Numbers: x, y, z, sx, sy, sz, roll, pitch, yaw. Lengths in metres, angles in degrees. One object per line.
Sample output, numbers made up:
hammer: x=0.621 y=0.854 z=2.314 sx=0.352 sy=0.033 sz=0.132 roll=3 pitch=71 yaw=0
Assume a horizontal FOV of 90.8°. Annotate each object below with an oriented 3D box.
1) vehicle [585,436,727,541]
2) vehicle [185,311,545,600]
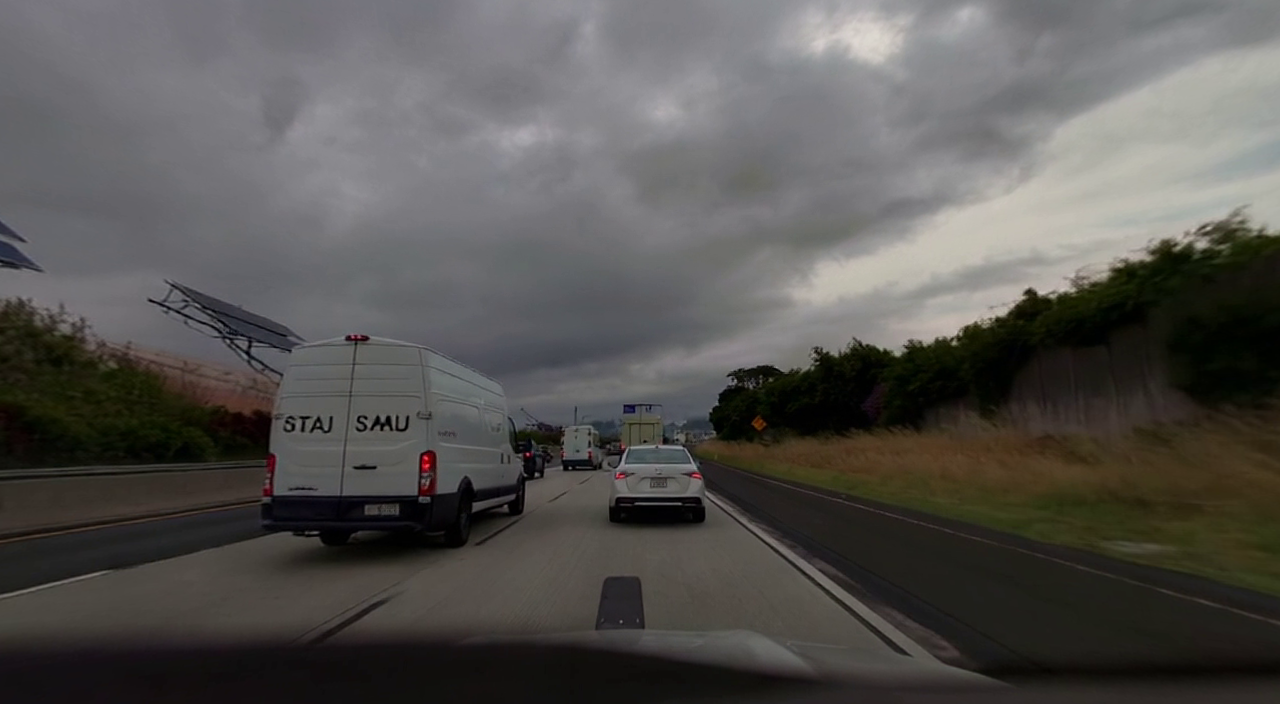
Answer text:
vehicle: x=0.221 y=2.263 z=11.006 sx=2.063 sy=1.507 sz=3.488 roll=0 pitch=-9 yaw=0
vehicle: x=-3.109 y=1.470 z=9.434 sx=2.289 sy=2.757 sz=6.726 roll=0 pitch=-9 yaw=0
